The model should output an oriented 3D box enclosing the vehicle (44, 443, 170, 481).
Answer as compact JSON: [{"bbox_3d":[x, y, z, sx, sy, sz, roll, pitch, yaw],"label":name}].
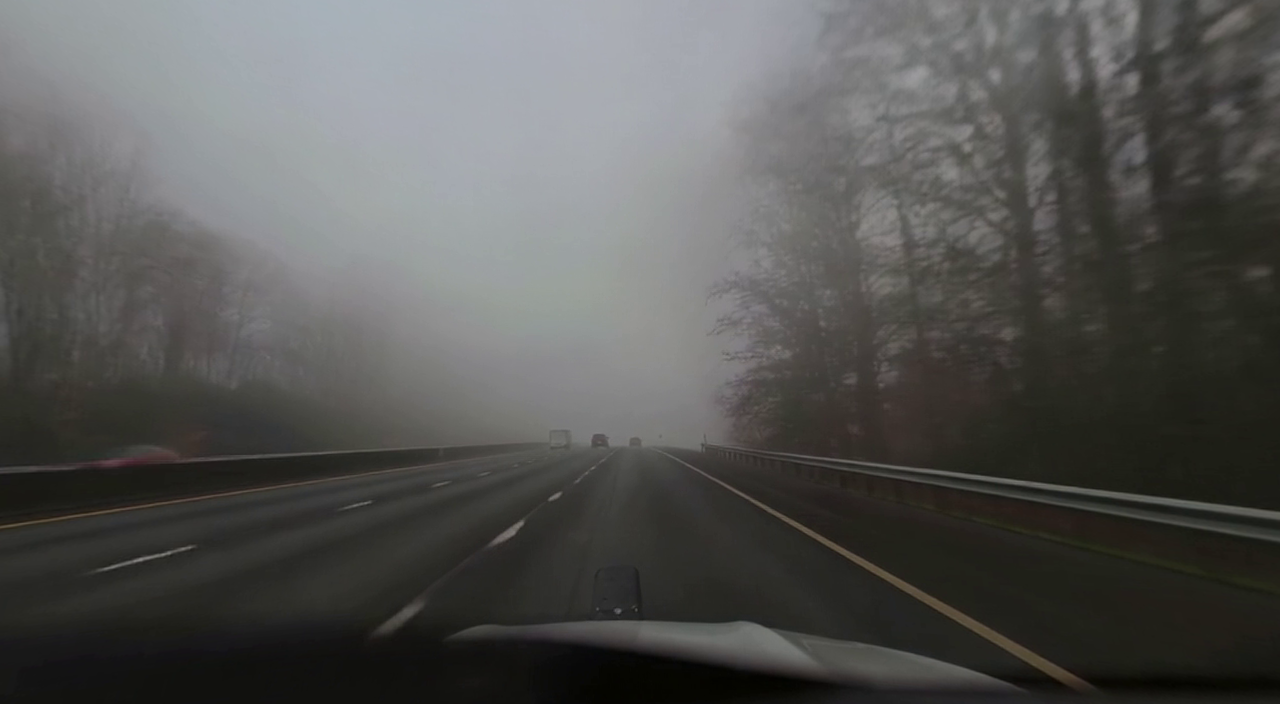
[{"bbox_3d":[-25.104,5.162,29.896,1.877,1.559,4.830,0,-8,-1],"label":"vehicle"}]
